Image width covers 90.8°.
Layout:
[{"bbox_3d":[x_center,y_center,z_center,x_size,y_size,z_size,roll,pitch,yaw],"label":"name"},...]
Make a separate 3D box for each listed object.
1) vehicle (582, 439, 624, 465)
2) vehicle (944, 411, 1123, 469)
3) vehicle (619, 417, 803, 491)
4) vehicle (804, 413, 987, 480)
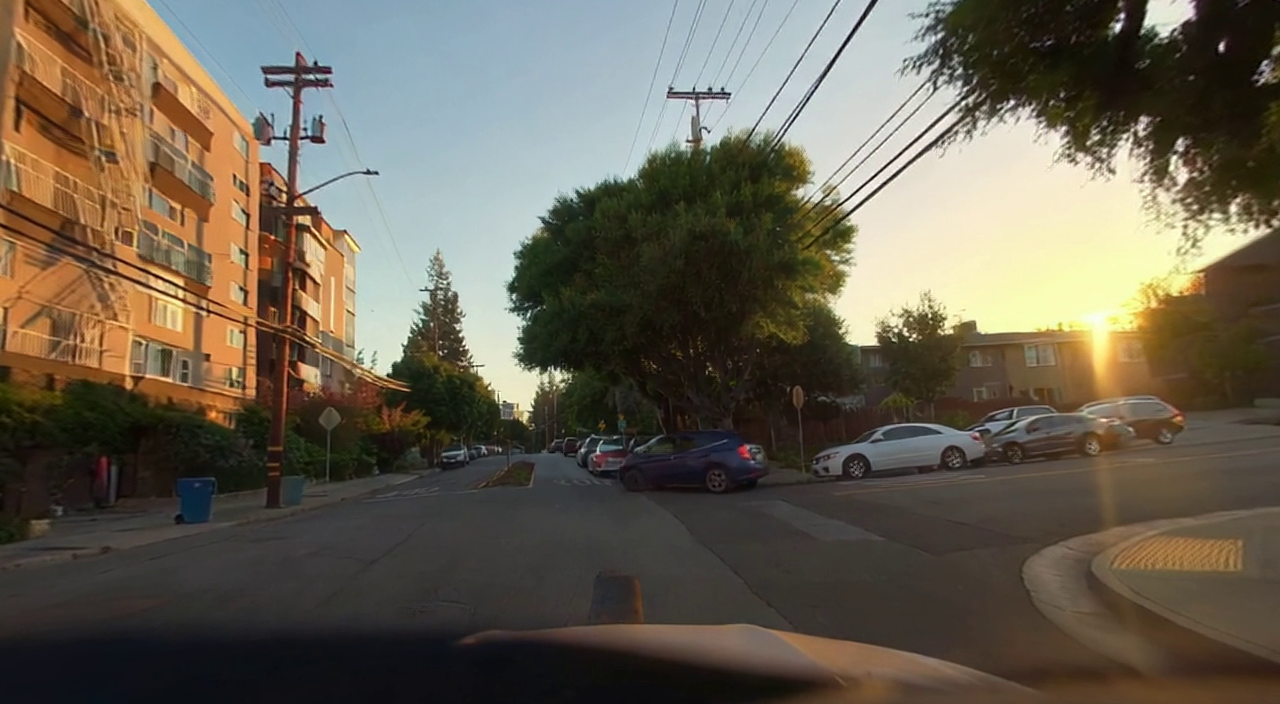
[{"bbox_3d":[-2.328,6.158,38.874,1.918,1.475,4.060,2,-9,-12],"label":"vehicle"},{"bbox_3d":[12.915,2.913,20.861,4.830,1.490,1.878,-2,-11,-11],"label":"vehicle"},{"bbox_3d":[1.983,2.932,18.331,4.790,1.872,2.155,-6,-10,33],"label":"vehicle"},{"bbox_3d":[7.907,2.979,19.775,4.877,1.755,1.918,-1,-11,-11],"label":"vehicle"}]
